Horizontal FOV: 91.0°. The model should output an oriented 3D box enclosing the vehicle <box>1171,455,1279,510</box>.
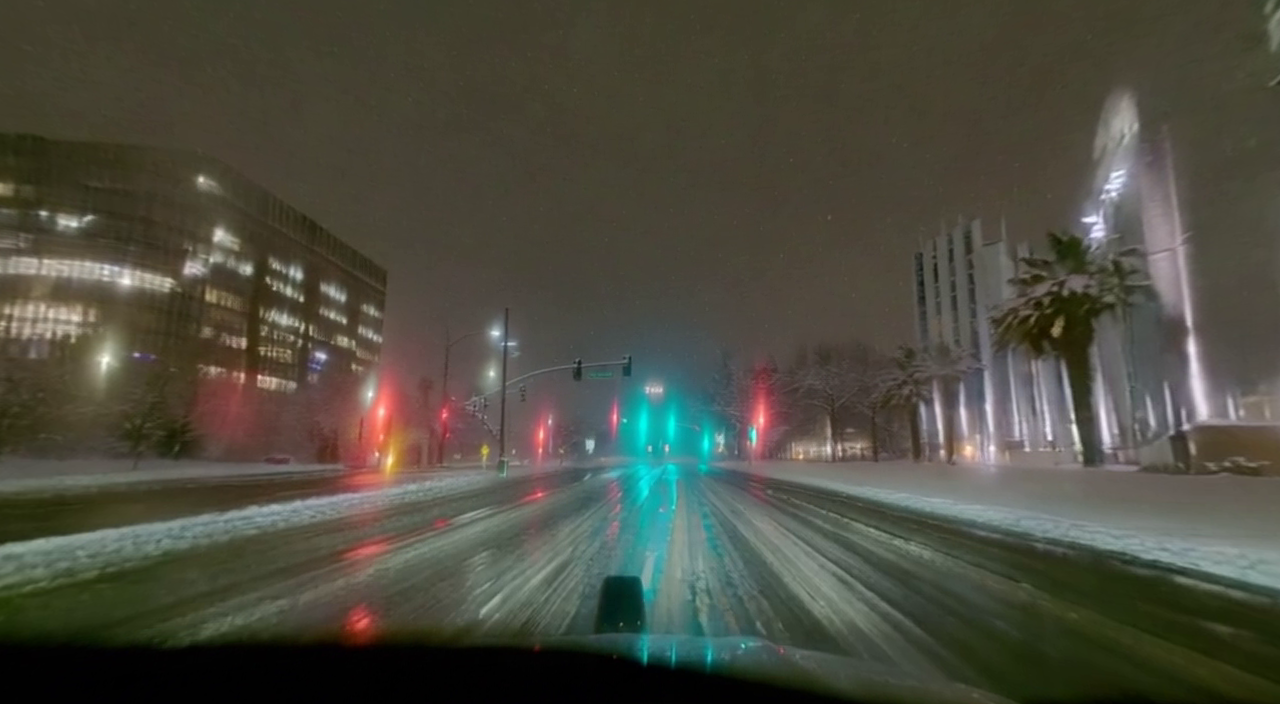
[{"bbox_3d":[29.719,6.344,30.402,2.599,2.380,6.013,-2,-14,-1],"label":"vehicle"}]
